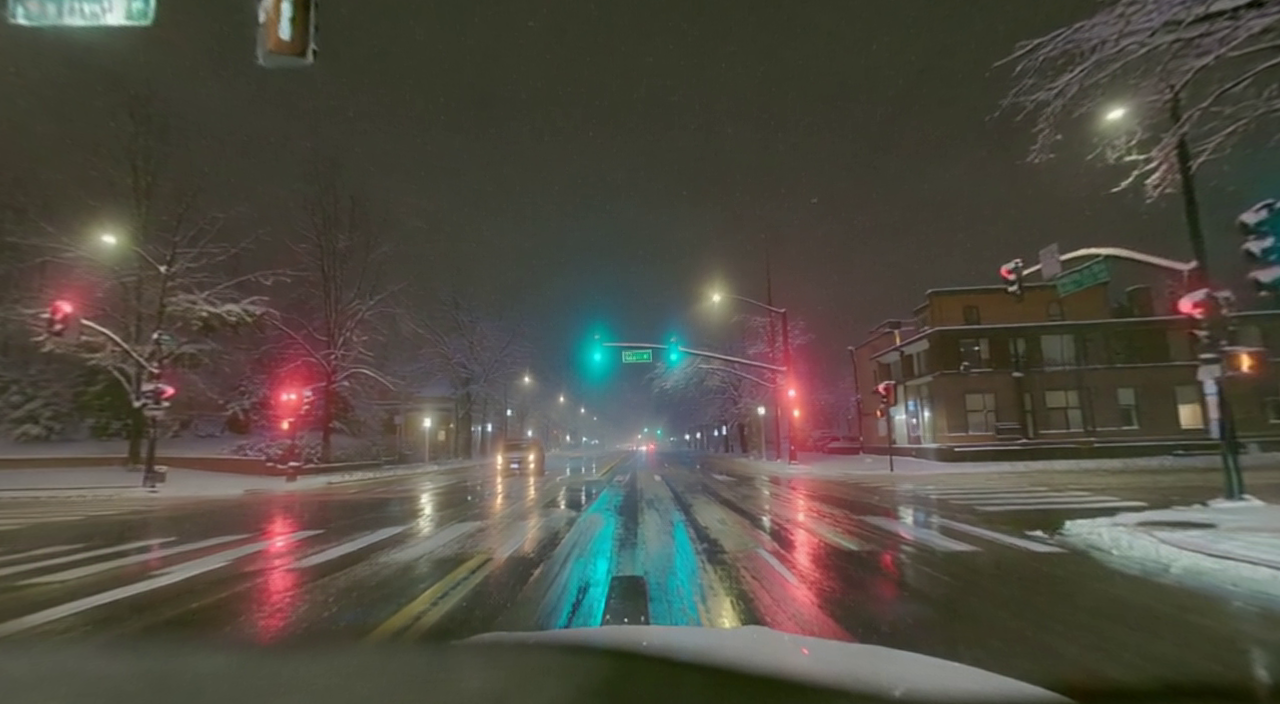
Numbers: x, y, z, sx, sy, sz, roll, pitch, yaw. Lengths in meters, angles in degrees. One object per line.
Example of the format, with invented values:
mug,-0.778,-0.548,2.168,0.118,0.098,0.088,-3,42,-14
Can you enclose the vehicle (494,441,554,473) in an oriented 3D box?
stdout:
vehicle,-5.738,5.250,31.733,2.127,1.473,4.428,0,-8,1
